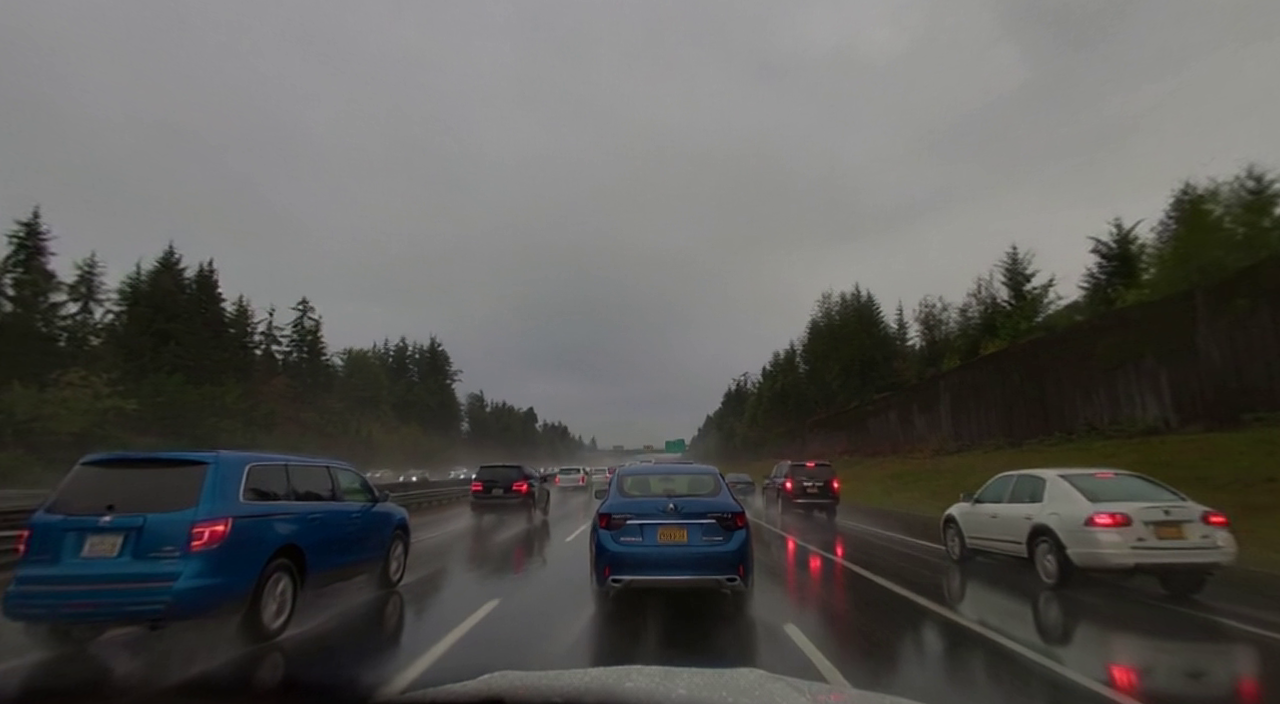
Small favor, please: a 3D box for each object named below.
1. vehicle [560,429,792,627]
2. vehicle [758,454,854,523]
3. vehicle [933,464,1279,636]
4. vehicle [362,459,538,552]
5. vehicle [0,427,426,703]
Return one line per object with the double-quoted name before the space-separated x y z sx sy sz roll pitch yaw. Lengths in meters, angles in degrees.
"vehicle" 0.341 1.958 7.770 2.057 1.725 4.126 1 -11 0
"vehicle" 5.054 4.217 19.840 1.984 1.876 4.287 0 -11 2
"vehicle" 5.578 2.126 7.685 1.919 1.437 4.436 1 -11 1
"vehicle" -3.559 2.997 12.878 1.960 1.502 4.593 0 -11 3
"vehicle" -3.785 1.624 5.833 1.994 1.556 4.263 0 -11 1
